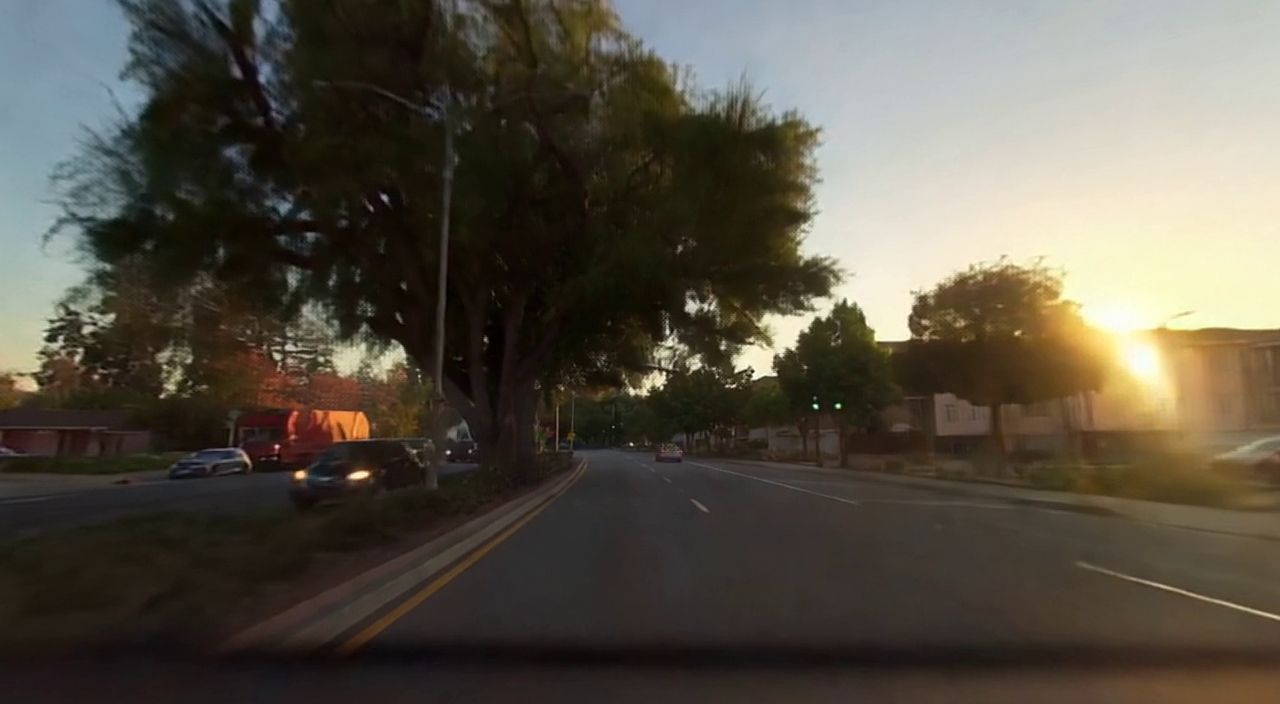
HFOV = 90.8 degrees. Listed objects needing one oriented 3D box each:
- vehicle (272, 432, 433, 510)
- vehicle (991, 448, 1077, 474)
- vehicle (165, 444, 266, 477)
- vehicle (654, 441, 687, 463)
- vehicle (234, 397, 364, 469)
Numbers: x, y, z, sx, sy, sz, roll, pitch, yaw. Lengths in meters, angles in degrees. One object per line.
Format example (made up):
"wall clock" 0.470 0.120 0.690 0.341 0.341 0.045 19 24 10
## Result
"vehicle" -6.875 2.849 15.890 2.180 1.556 5.130 2 -7 -7
"vehicle" 24.326 6.691 39.006 4.458 1.465 1.875 2 -9 -15
"vehicle" -20.364 5.198 30.575 2.068 1.408 4.399 -1 -8 -3
"vehicle" 2.157 7.202 45.710 1.913 1.473 4.360 0 -8 -4
"vehicle" -20.602 5.072 39.060 3.154 3.917 9.345 0 -8 -3
